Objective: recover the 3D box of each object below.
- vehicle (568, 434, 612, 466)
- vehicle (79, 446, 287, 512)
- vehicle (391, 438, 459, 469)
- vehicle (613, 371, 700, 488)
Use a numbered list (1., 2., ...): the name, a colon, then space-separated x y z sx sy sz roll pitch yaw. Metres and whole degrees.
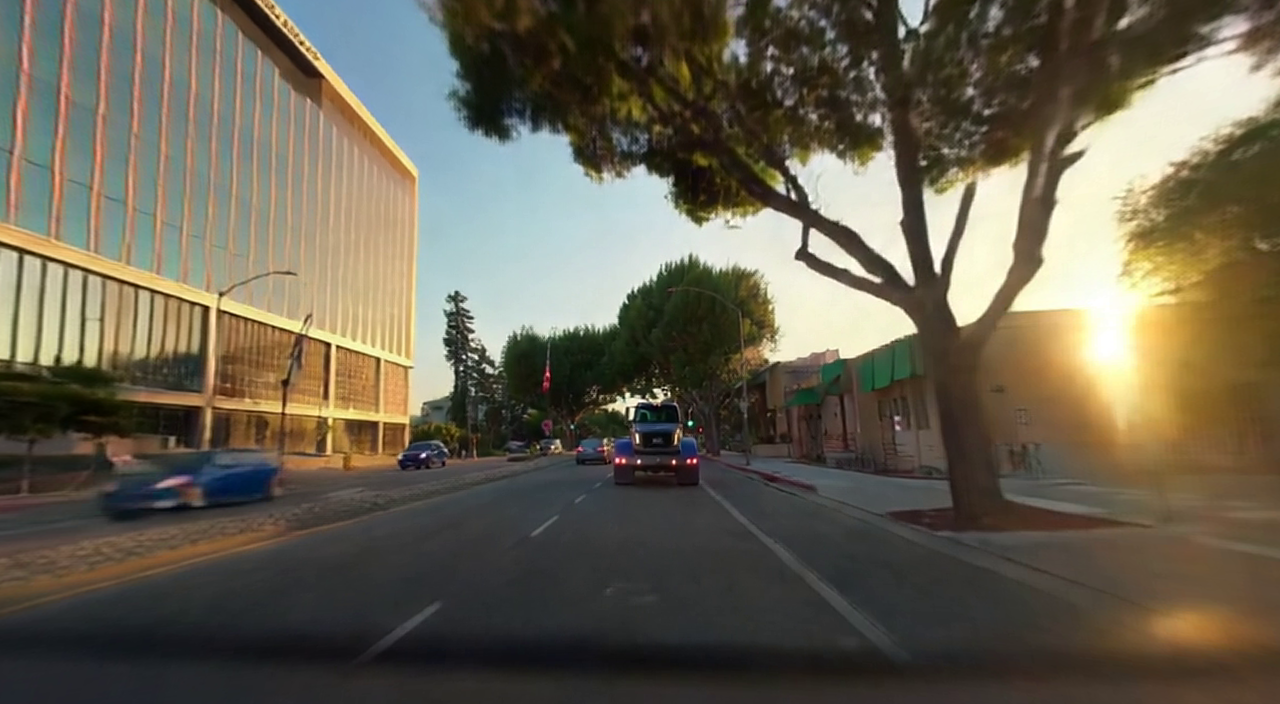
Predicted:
1. vehicle: -2.779 5.626 36.313 2.081 1.688 4.235 0 -9 2
2. vehicle: -11.875 3.278 16.915 1.939 1.496 4.678 0 -9 2
3. vehicle: -14.288 6.774 42.327 2.225 1.946 6.187 0 -9 2
4. vehicle: 0.442 3.106 24.527 2.552 3.461 11.044 -1 -8 -1
